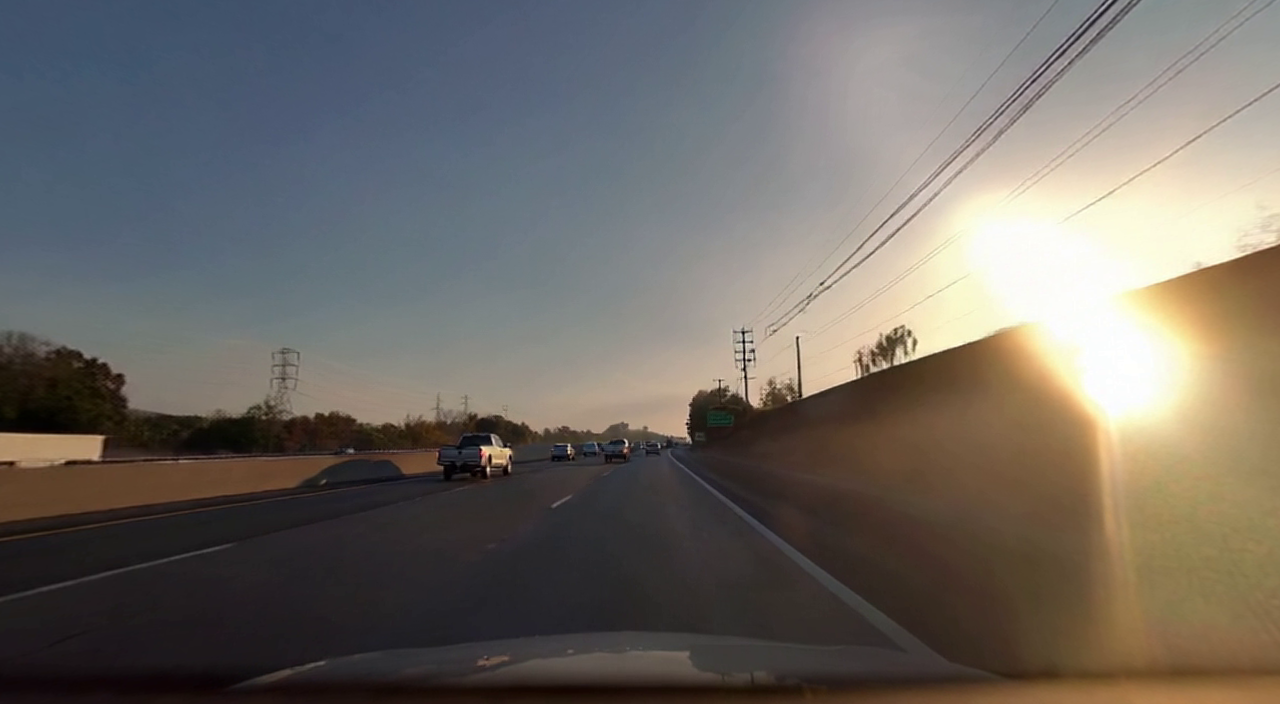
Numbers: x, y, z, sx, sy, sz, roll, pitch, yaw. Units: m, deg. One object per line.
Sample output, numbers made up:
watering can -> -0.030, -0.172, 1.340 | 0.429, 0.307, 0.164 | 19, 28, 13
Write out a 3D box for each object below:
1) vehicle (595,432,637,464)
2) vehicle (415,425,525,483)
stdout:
vehicle -> -1.556, 6.591, 43.383 | 2.448, 2.025, 5.193 | -1, -8, 3
vehicle -> -6.559, 4.040, 25.382 | 2.460, 1.992, 6.474 | 0, -8, 1
